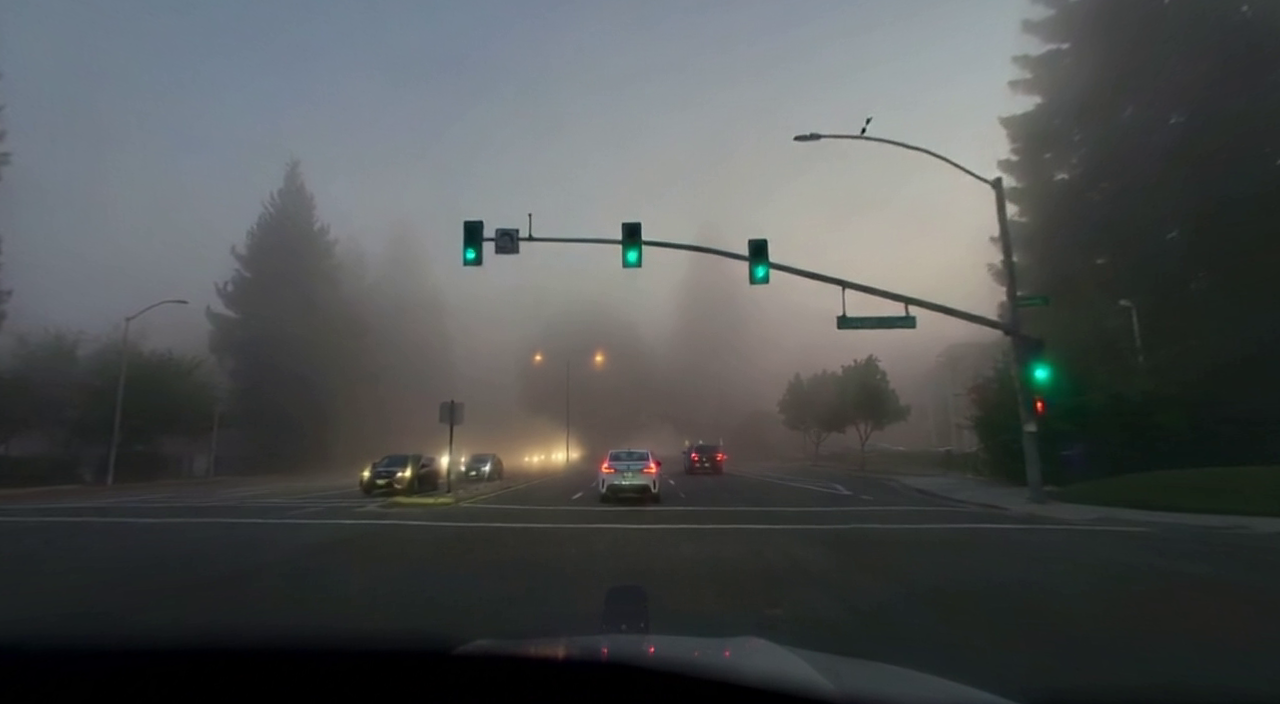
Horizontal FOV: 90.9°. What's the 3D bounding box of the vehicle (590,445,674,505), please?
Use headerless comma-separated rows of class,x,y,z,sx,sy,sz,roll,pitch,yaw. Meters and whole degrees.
vehicle,-0.189,3.444,18.103,2.140,1.474,4.026,0,-8,0

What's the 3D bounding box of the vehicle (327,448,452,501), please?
vehicle,-8.201,4.019,21.243,2.121,1.513,4.832,-1,-9,2

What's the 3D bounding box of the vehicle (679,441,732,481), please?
vehicle,3.108,5.239,30.681,2.073,1.822,4.276,0,-8,-1

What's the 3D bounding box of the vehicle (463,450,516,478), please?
vehicle,-8.763,6.545,37.184,2.035,1.463,4.527,0,-8,0
